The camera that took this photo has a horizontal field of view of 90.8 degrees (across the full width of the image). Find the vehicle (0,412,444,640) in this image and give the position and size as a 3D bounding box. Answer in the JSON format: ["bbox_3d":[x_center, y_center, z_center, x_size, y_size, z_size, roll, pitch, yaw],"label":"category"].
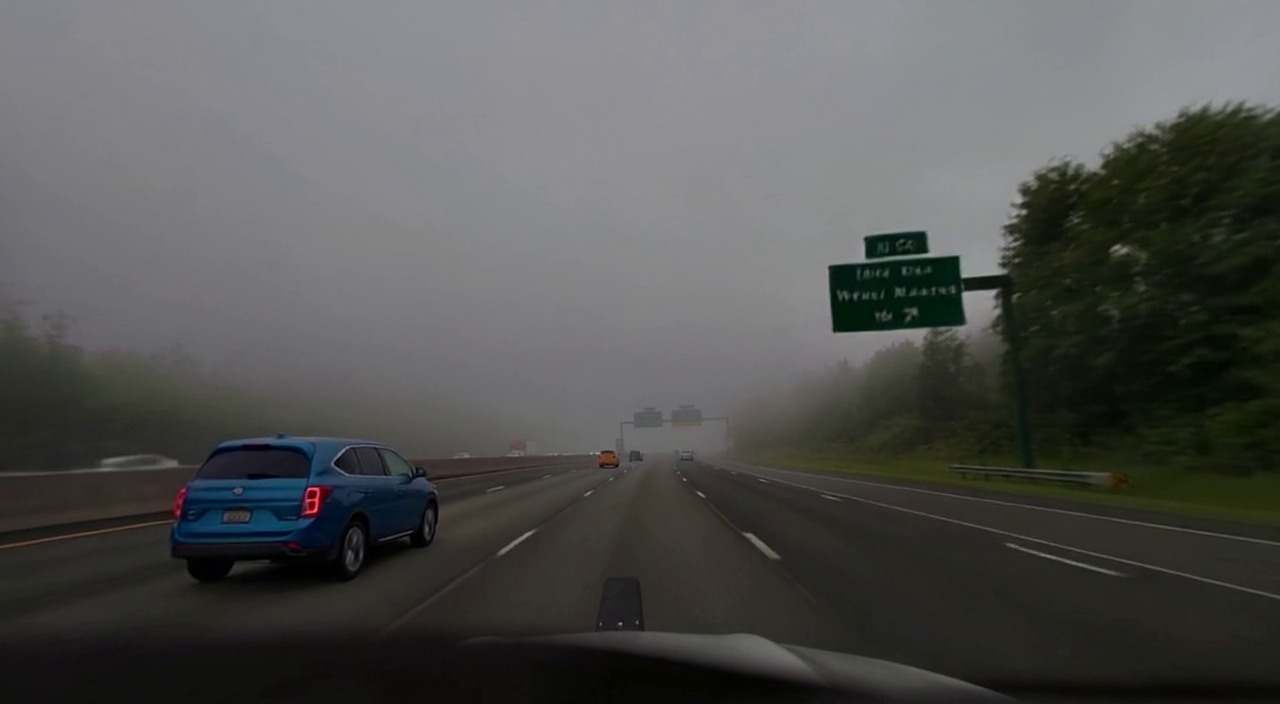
[{"bbox_3d":[-3.787,1.567,6.679,2.016,1.623,4.126,0,-9,1],"label":"vehicle"}]
